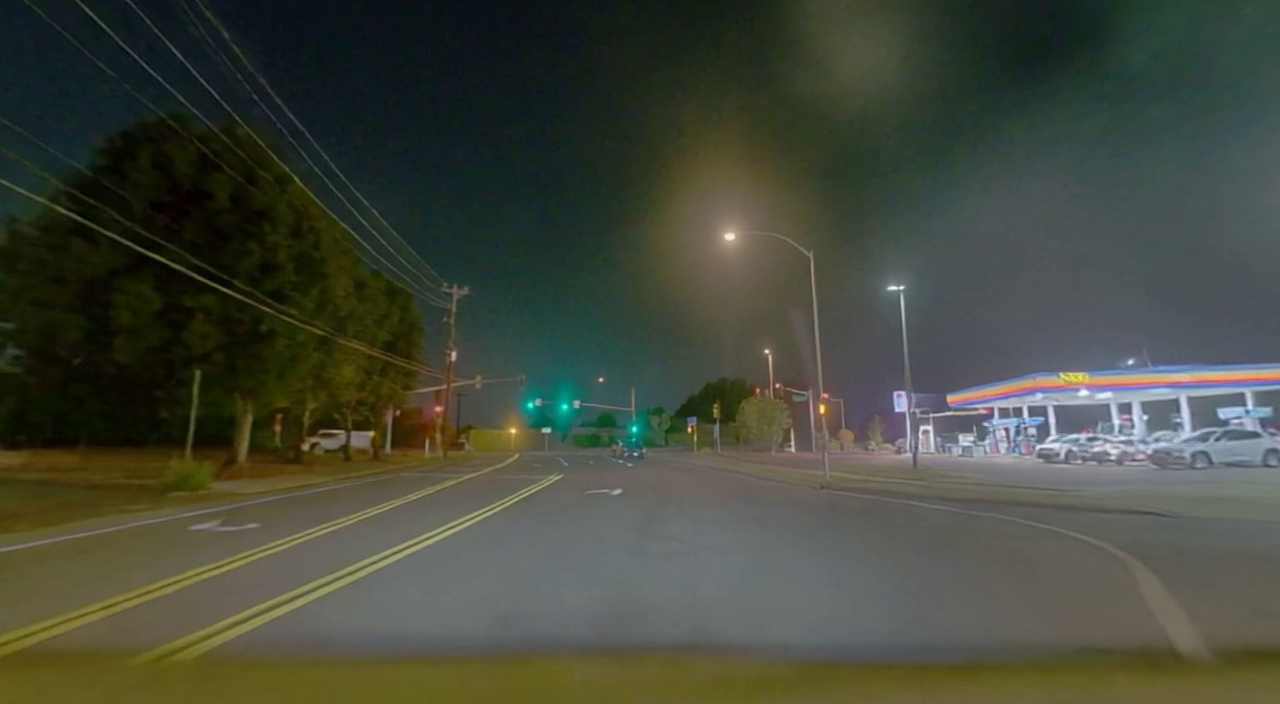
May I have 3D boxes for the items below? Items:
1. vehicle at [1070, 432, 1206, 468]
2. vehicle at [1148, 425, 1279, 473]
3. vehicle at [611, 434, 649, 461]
[{"bbox_3d":[22.028,4.336,27.867,4.661,1.476,1.943,1,-9,-9],"label":"vehicle"},{"bbox_3d":[23.255,3.848,25.004,4.594,1.790,2.042,2,-8,-9],"label":"vehicle"},{"bbox_3d":[-0.805,7.139,47.074,2.300,1.868,4.690,1,-9,-8],"label":"vehicle"}]
